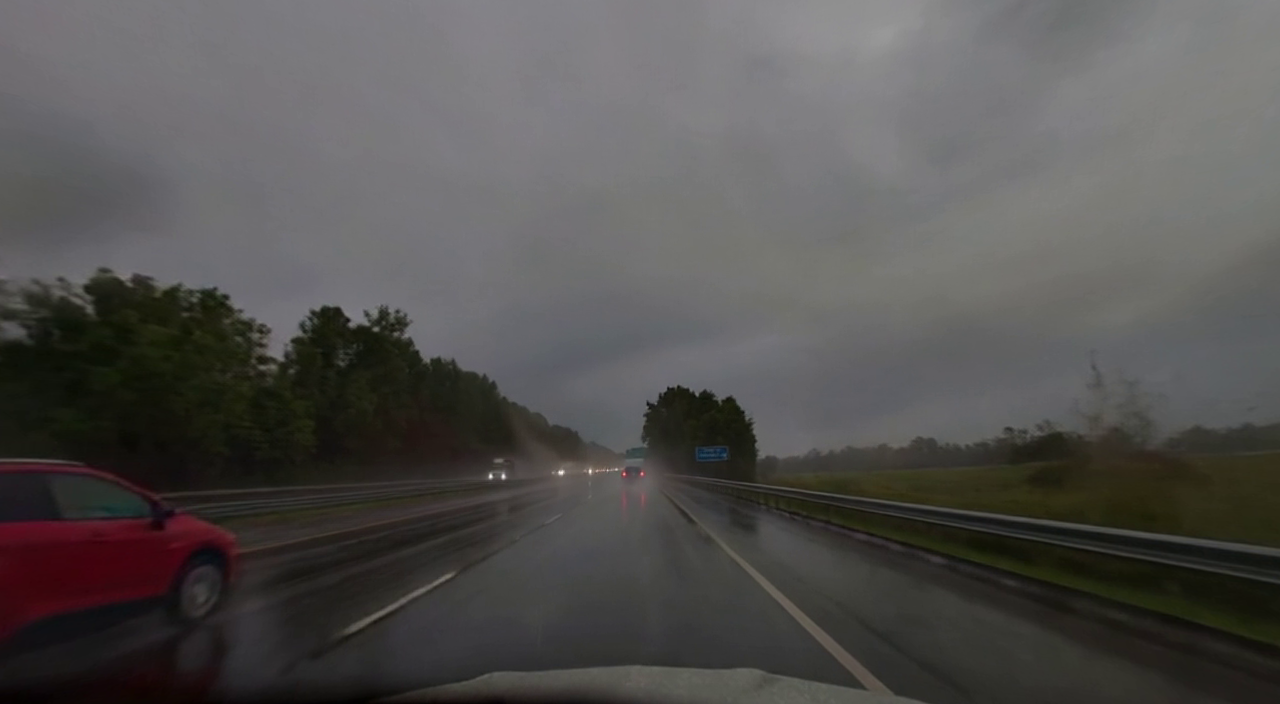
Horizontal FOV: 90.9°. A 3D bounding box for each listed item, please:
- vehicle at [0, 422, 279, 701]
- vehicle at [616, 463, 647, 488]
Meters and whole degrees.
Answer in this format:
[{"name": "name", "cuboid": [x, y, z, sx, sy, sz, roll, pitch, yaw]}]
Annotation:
[{"name": "vehicle", "cuboid": [-4.436, 1.170, 3.689, 2.003, 1.479, 4.363, 1, -11, 0]}, {"name": "vehicle", "cuboid": [-0.617, 8.869, 45.245, 2.107, 1.668, 4.554, 1, -11, 0]}]
